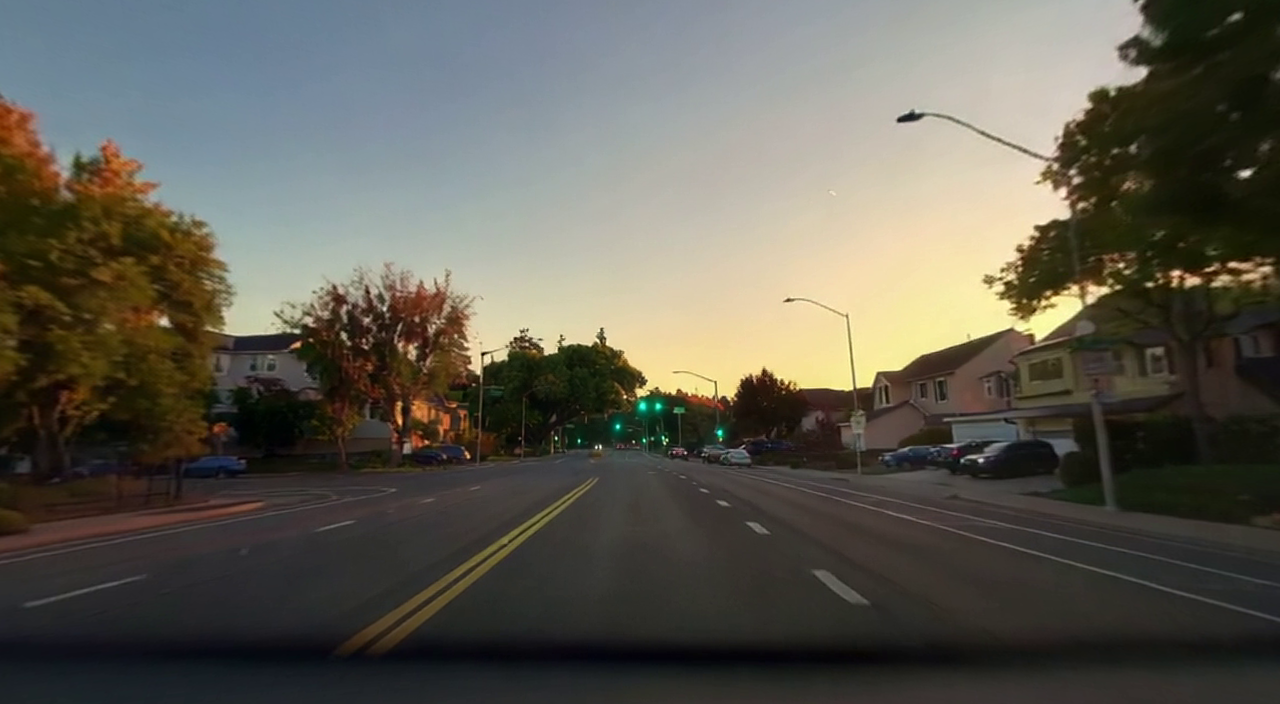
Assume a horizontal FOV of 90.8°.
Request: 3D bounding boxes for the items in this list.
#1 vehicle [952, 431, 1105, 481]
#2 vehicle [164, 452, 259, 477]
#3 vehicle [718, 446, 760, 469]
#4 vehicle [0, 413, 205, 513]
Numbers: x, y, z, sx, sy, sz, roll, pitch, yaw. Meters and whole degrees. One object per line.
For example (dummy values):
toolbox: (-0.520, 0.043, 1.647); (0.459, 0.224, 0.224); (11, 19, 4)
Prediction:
vehicle: (15.576, 4.151, 25.525); (4.739, 1.667, 1.998); (-3, -7, 0)
vehicle: (-27.244, 7.127, 40.255); (4.600, 1.468, 1.869); (0, -8, -3)
vehicle: (7.116, 7.620, 45.757); (1.951, 1.528, 4.366); (1, -8, -6)
vehicle: (-15.566, 2.927, 17.298); (2.653, 2.232, 6.273); (0, -8, 2)
